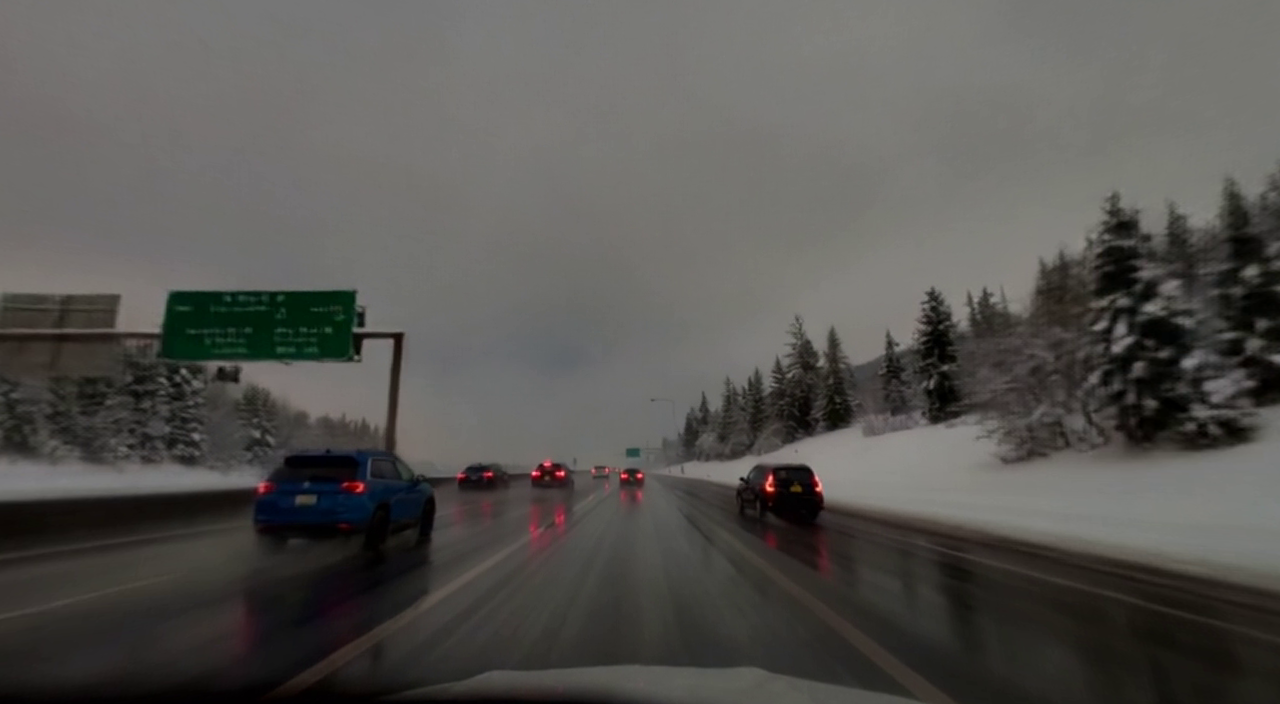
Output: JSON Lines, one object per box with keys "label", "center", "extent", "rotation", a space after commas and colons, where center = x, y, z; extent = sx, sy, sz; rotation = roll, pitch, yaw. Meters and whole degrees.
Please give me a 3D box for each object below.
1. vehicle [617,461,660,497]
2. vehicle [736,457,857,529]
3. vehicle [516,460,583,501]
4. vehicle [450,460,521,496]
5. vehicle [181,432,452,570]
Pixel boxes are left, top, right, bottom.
{"label": "vehicle", "center": [-0.066, 6.321, 31.488], "extent": [1.992, 1.601, 3.762], "rotation": [1, -11, 0]}
{"label": "vehicle", "center": [3.830, 3.550, 16.204], "extent": [1.992, 1.557, 4.017], "rotation": [1, -11, -1]}
{"label": "vehicle", "center": [-3.704, 5.407, 26.741], "extent": [2.102, 1.521, 4.687], "rotation": [1, -11, 1]}
{"label": "vehicle", "center": [-7.319, 6.038, 30.307], "extent": [2.142, 1.545, 4.708], "rotation": [1, -11, 1]}
{"label": "vehicle", "center": [-4.765, 2.304, 10.268], "extent": [2.069, 1.699, 4.452], "rotation": [1, -11, -1]}
